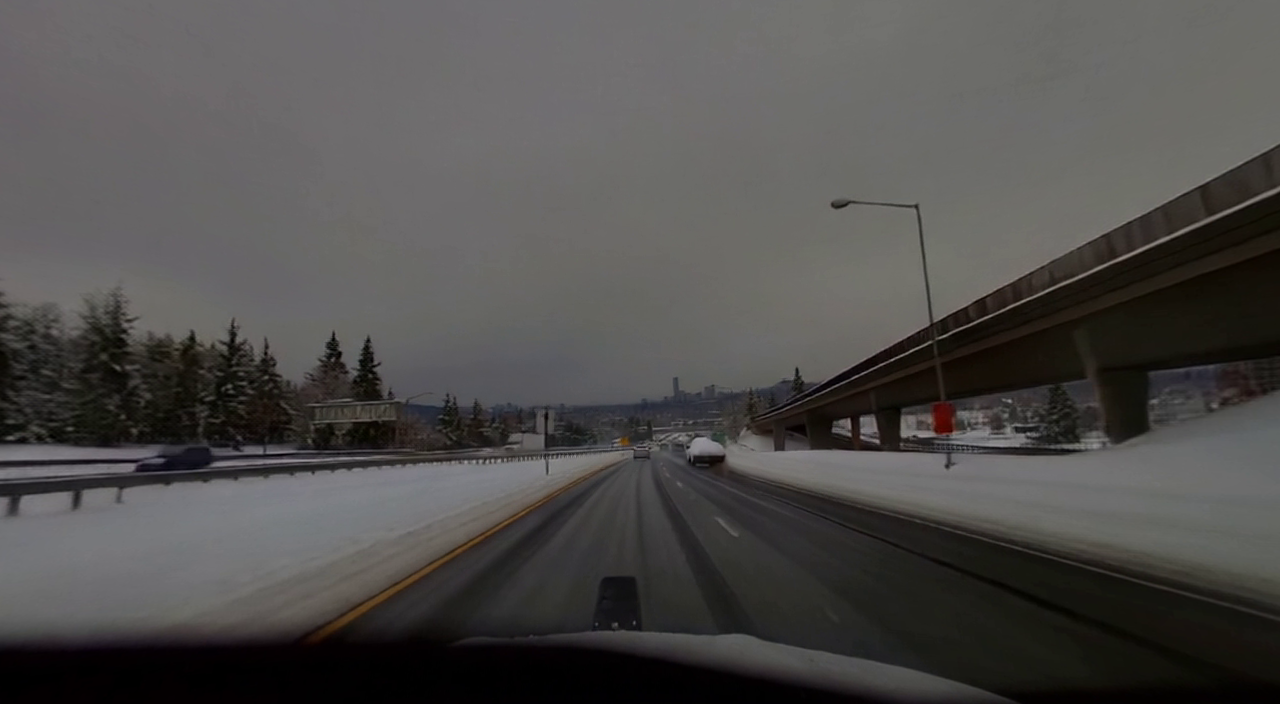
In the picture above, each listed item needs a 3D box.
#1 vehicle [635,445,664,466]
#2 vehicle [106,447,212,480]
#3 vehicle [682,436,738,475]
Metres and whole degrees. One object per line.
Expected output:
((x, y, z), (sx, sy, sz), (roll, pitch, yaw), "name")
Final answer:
((0.680, 7.607, 46.650), (2.046, 1.475, 3.784), (0, -8, 1), "vehicle")
((-27.503, 6.372, 36.418), (2.122, 1.705, 4.982), (0, -8, 1), "vehicle")
((3.426, 5.219, 32.115), (2.226, 1.779, 4.835), (0, -8, -1), "vehicle")
